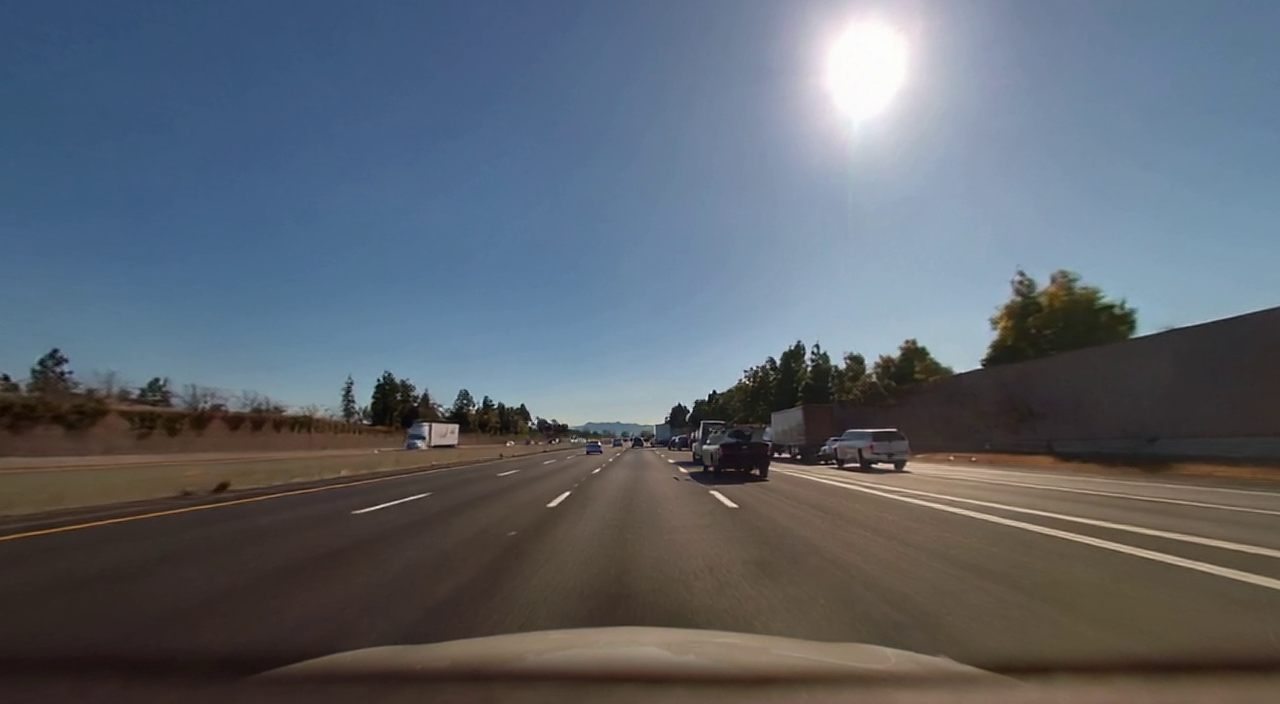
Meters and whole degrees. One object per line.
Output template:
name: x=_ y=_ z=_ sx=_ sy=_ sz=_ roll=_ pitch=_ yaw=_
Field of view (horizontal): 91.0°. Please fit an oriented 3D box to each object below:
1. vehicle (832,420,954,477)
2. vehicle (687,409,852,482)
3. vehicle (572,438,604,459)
vehicle: x=9.328 y=3.646 z=23.877 sx=2.184 sy=1.873 sz=5.466 roll=0 pitch=-8 yaw=-2
vehicle: x=4.089 y=3.613 z=24.360 sx=3.042 sy=2.004 sz=14.051 roll=0 pitch=-8 yaw=-2
vehicle: x=-3.869 y=7.297 z=47.569 sx=2.066 sy=1.500 sz=4.415 roll=0 pitch=-8 yaw=0
